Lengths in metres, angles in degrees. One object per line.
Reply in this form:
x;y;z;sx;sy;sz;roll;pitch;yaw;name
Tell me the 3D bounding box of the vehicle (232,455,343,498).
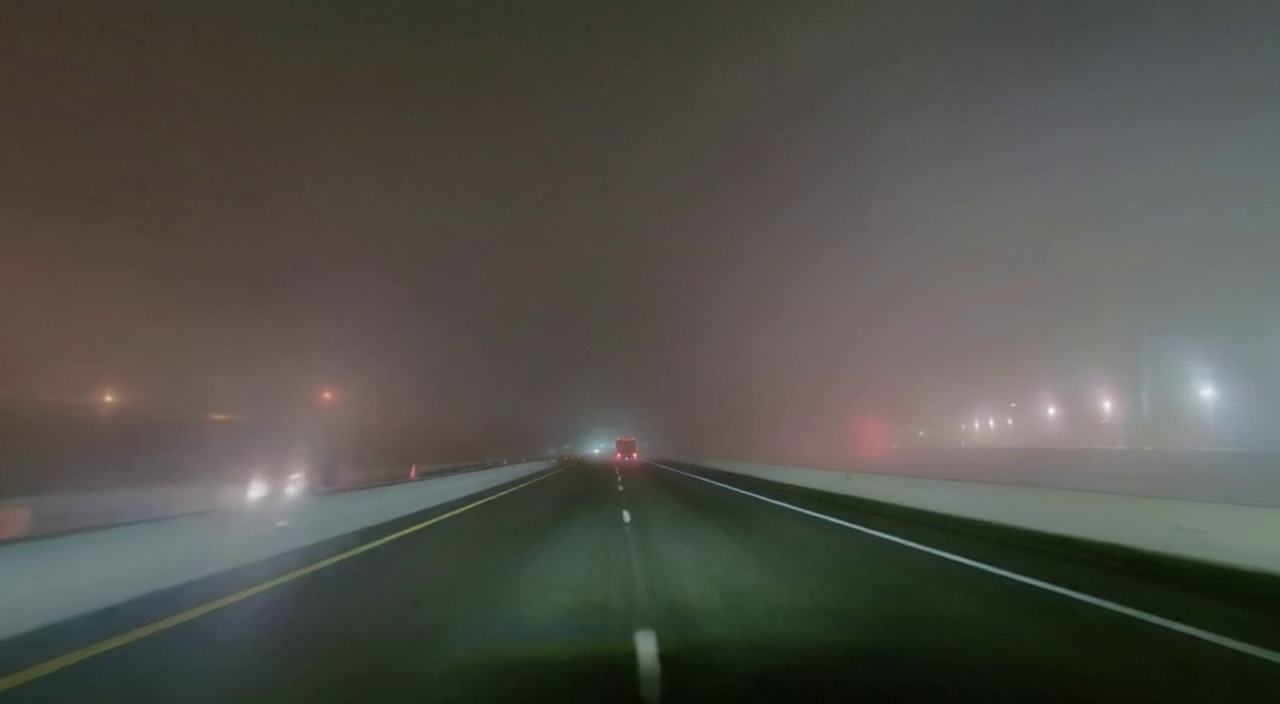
-13.305;4.688;24.110;1.968;1.454;4.055;0;-9;-2;vehicle
